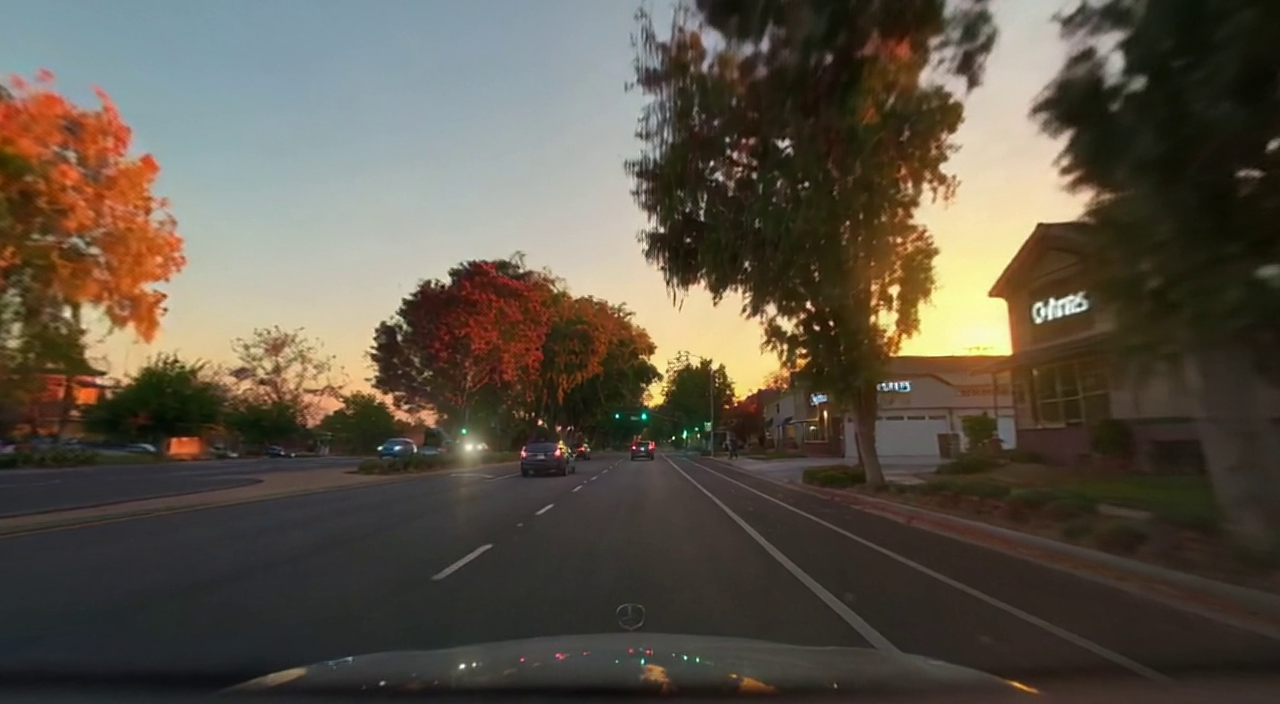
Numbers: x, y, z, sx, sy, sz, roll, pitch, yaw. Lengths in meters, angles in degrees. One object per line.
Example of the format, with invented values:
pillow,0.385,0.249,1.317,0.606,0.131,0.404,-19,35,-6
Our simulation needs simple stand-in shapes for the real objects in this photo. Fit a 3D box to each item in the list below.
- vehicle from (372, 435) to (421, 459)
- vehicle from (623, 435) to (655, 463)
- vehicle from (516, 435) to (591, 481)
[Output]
vehicle,-17.628,6.910,45.905,2.032,1.689,4.624,0,-8,-4
vehicle,-0.040,6.658,43.347,2.153,1.764,4.047,0,-8,1
vehicle,-3.001,3.801,22.849,2.015,1.470,4.458,0,-8,1
